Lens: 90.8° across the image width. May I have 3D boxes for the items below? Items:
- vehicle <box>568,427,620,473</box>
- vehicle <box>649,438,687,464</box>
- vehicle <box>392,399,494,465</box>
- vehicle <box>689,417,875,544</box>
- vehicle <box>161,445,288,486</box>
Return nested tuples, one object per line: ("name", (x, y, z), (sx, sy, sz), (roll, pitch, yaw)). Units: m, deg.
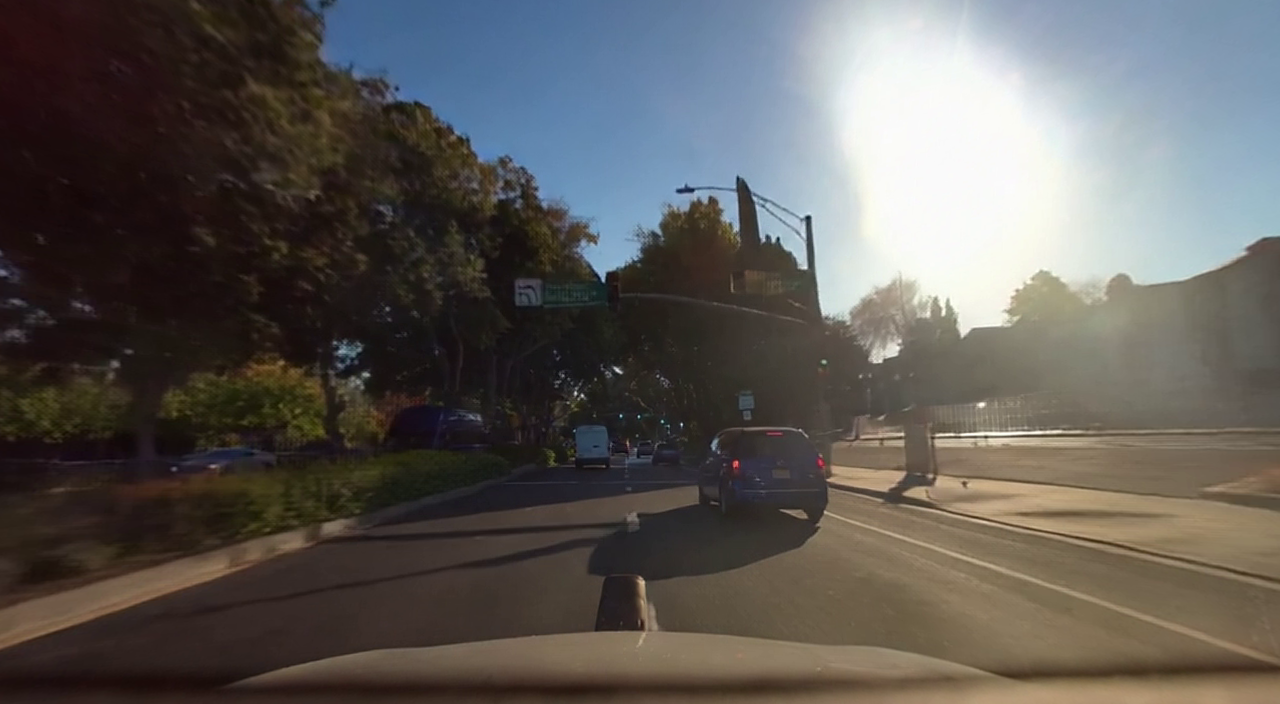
("vehicle", (-2.169, 4.767, 30.836), (2.228, 2.054, 4.309), (0, -8, 0))
("vehicle", (1.858, 6.761, 43.200), (2.248, 1.692, 4.252), (0, -8, -2))
("vehicle", (-12.592, 5.421, 41.929), (3.206, 3.740, 11.455), (0, -8, -1))
("vehicle", (2.066, 2.015, 10.557), (1.965, 1.671, 4.146), (0, -8, -3))
("vehicle", (-16.853, 4.596, 25.973), (2.139, 1.493, 4.521), (0, -8, 0))
